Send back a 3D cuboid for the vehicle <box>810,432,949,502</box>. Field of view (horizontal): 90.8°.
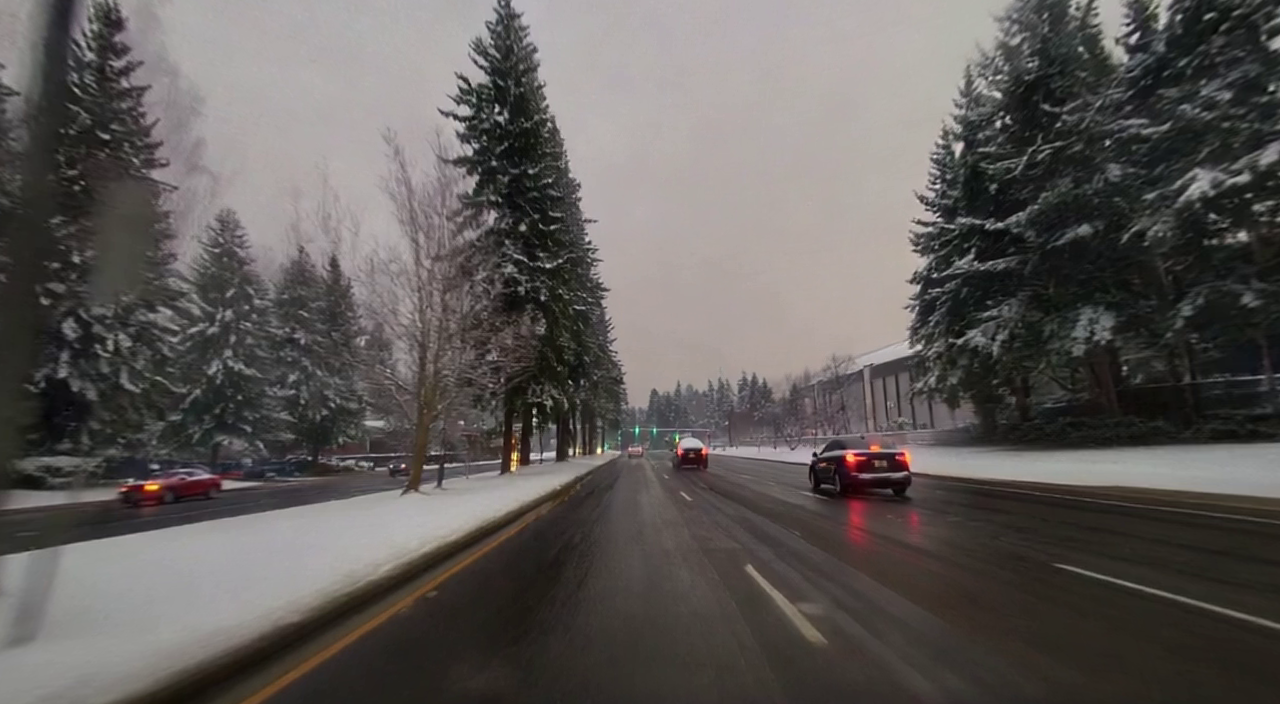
[{"bbox_3d":[6.193,3.014,16.954,2.000,1.618,4.238,0,-9,-1],"label":"vehicle"}]

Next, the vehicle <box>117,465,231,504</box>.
[{"bbox_3d":[-21.497,6.106,29.428,1.900,1.479,4.520,0,-9,0],"label":"vehicle"}]

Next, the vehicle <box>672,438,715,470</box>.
[{"bbox_3d":[3.104,6.061,37.607,2.095,1.759,4.862,0,-9,-1],"label":"vehicle"}]
